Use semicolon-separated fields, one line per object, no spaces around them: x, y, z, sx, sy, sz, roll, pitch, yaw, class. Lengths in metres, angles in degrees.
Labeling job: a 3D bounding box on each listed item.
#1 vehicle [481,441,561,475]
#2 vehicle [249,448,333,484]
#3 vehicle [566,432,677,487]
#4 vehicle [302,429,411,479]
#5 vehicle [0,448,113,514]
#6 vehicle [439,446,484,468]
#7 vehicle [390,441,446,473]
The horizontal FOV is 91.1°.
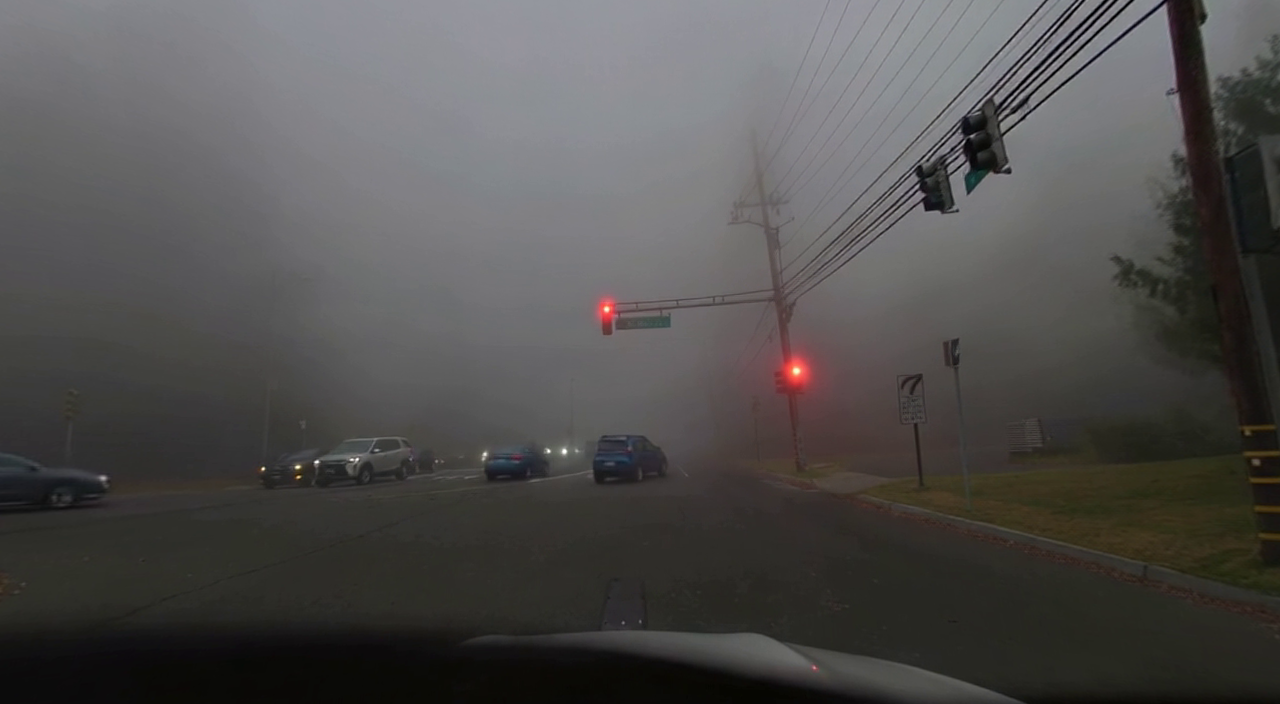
-5.604;5.062;30.238;1.904;1.482;4.603;-3;-9;15;vehicle
-17.099;5.588;31.020;1.942;1.477;3.957;-4;-9;0;vehicle
-0.494;3.648;21.713;2.051;1.666;4.607;-4;-9;23;vehicle
-13.119;4.767;29.626;2.350;2.104;5.828;0;-8;1;vehicle
-15.435;2.976;14.549;4.531;1.446;1.846;4;-10;-28;vehicle
-12.680;7.485;44.908;1.841;1.477;4.485;0;-8;1;vehicle
-13.227;6.303;37.633;1.772;1.647;4.221;-4;-9;0;vehicle
